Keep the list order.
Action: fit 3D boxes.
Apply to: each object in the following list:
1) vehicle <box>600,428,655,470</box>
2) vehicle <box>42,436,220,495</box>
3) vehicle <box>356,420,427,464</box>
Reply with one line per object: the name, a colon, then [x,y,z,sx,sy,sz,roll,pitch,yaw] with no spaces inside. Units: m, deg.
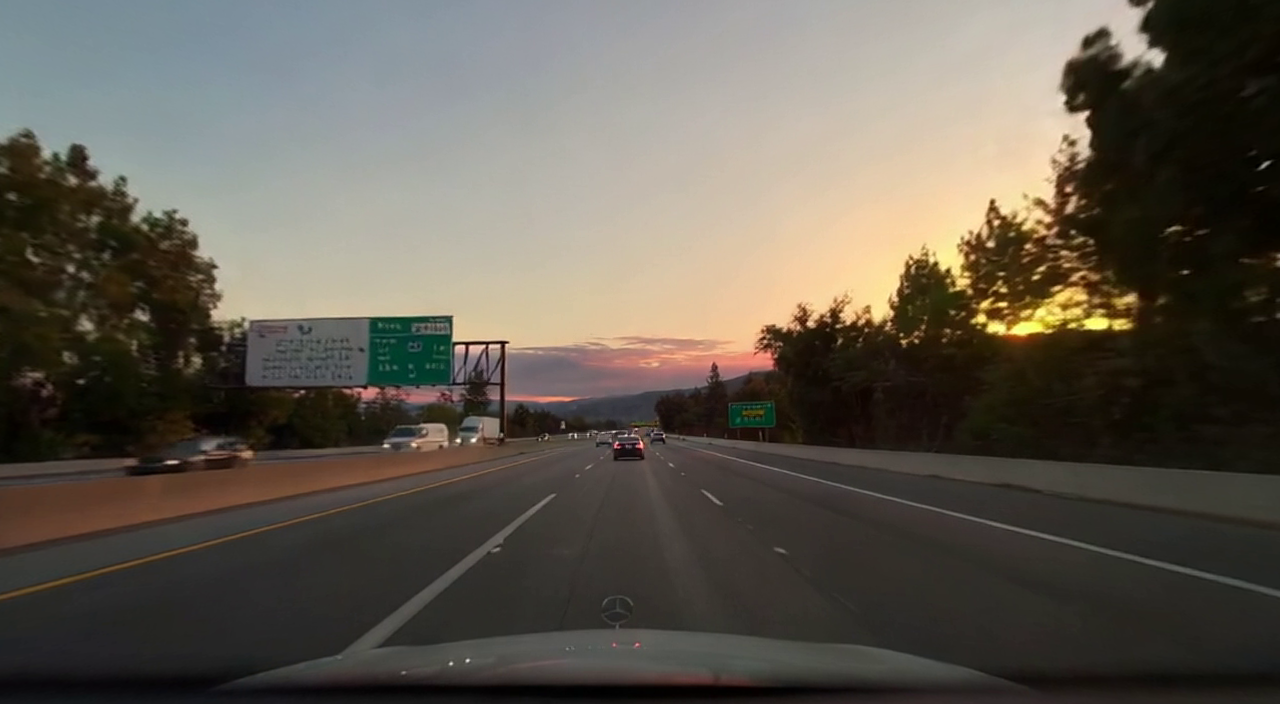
vehicle: [-0.514,3.986,26.247,2.094,1.600,3.666,0,-8,-1]
vehicle: [-16.037,3.545,20.256,2.001,1.671,4.427,0,-8,0]
vehicle: [-16.291,5.919,41.782,2.321,2.674,5.828,0,-8,-1]
